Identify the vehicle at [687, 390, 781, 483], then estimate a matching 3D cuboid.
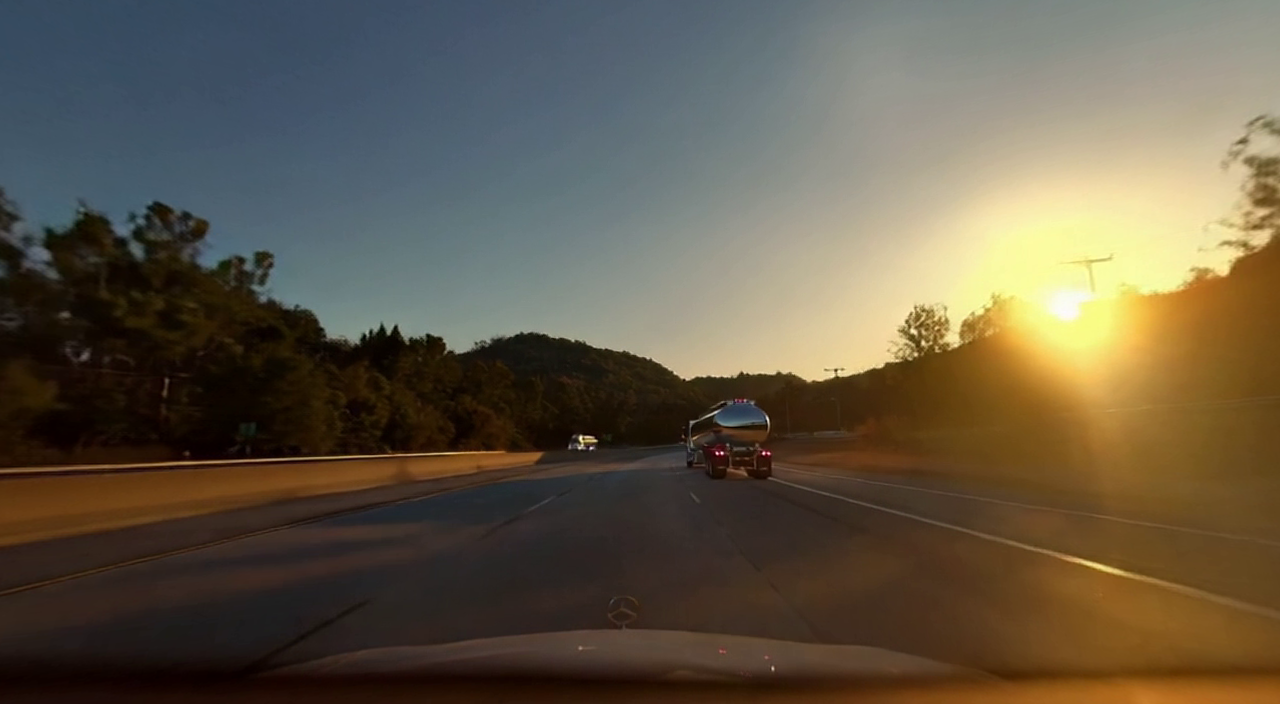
[{"bbox_3d":[4.199,4.353,31.887,2.880,3.624,14.397,0,-8,1],"label":"vehicle"}]
